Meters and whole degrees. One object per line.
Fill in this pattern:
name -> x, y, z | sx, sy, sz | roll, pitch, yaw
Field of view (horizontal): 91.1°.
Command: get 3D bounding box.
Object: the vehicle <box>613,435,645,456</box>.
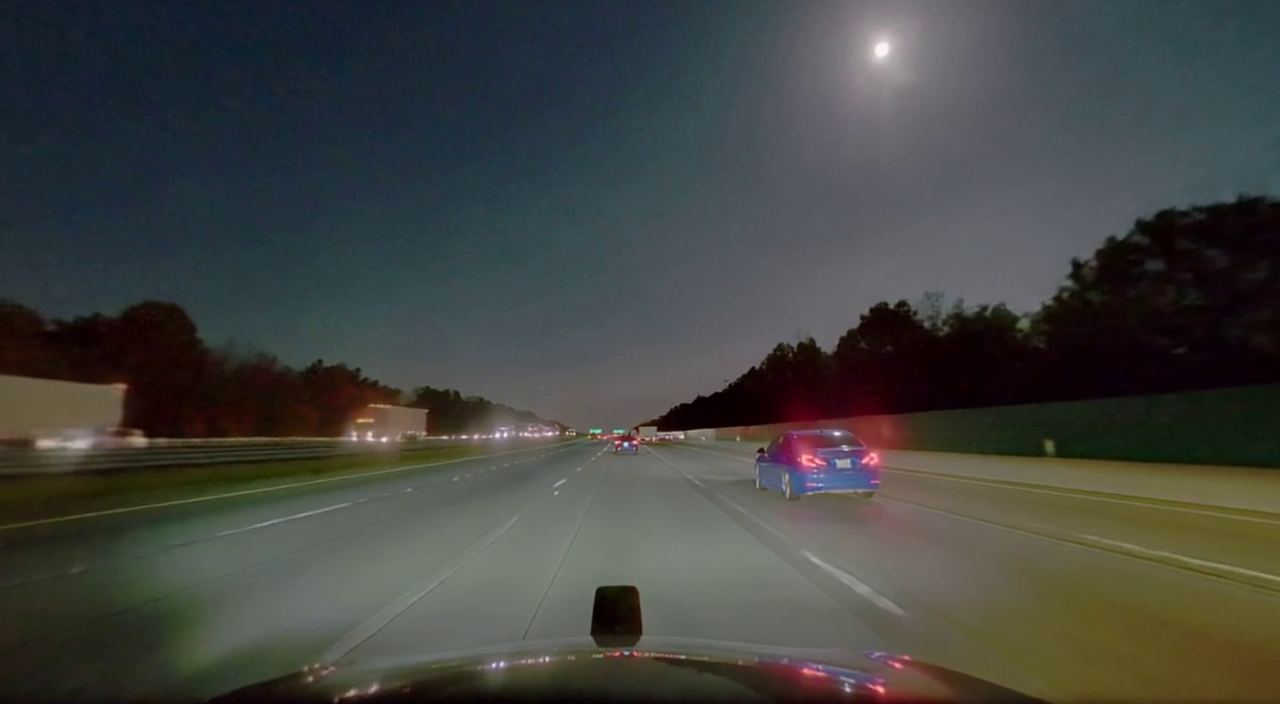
vehicle -> -0.782, 6.554, 44.292 | 2.121, 1.445, 4.187 | 0, -8, -2

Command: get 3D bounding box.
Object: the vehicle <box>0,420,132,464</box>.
vehicle -> -22.245, 3.408, 23.943 | 1.936, 1.520, 4.619 | 0, -8, -1
